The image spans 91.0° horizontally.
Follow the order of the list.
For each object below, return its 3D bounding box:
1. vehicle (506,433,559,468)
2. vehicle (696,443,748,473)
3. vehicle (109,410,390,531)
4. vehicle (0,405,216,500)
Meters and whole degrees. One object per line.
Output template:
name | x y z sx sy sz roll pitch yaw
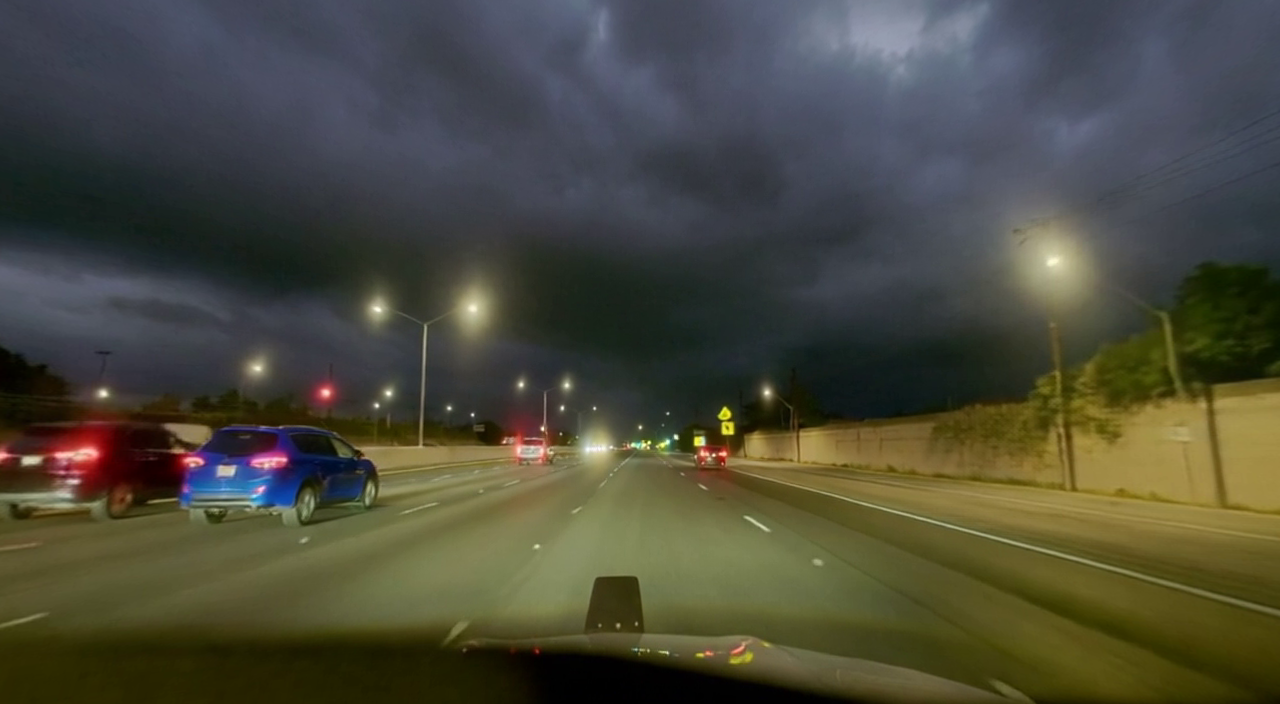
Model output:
vehicle | -6.327 5.875 37.648 2.255 1.934 4.868 1 -9 0
vehicle | 4.531 5.895 35.337 2.251 1.520 4.550 1 -9 -1
vehicle | -6.520 2.047 11.361 2.058 1.698 4.567 1 -9 1
vehicle | -13.783 2.491 15.839 2.162 1.922 5.732 1 -9 0
